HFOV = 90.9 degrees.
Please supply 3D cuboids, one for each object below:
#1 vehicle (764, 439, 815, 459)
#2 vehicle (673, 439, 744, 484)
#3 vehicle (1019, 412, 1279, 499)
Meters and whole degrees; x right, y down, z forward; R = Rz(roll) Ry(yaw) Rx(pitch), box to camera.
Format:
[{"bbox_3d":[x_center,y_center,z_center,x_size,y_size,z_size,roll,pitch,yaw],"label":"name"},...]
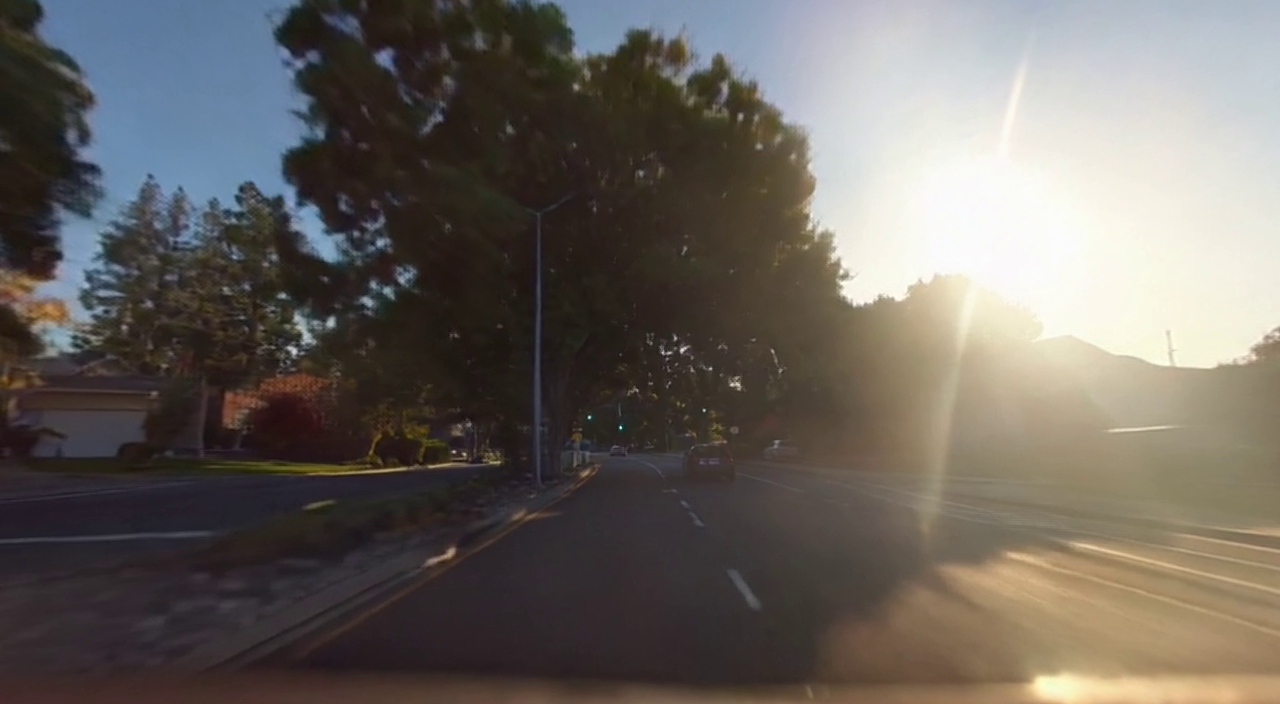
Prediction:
[{"bbox_3d":[11.796,7.682,49.865,3.635,1.482,1.879,-1,-9,4],"label":"vehicle"},{"bbox_3d":[2.410,3.989,23.230,1.960,1.479,4.086,0,-9,-2],"label":"vehicle"},{"bbox_3d":[11.402,2.328,14.297,4.202,1.794,2.063,0,-9,0],"label":"vehicle"}]
